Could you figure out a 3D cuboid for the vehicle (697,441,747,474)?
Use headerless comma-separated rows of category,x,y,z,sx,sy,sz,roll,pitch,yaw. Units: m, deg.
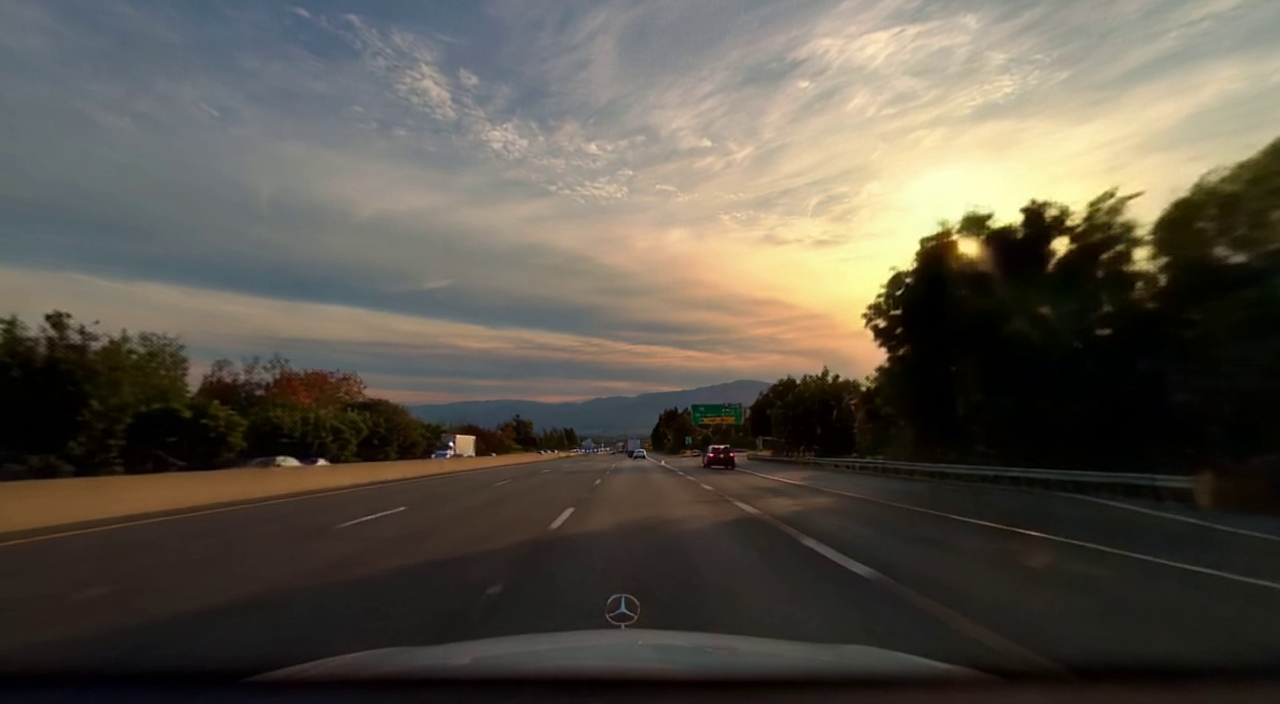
vehicle,4.474,5.823,35.025,2.096,1.712,4.697,0,-9,0

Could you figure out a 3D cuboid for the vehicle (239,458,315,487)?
vehicle,-19.852,6.582,34.731,1.760,1.433,3.962,0,-9,1
